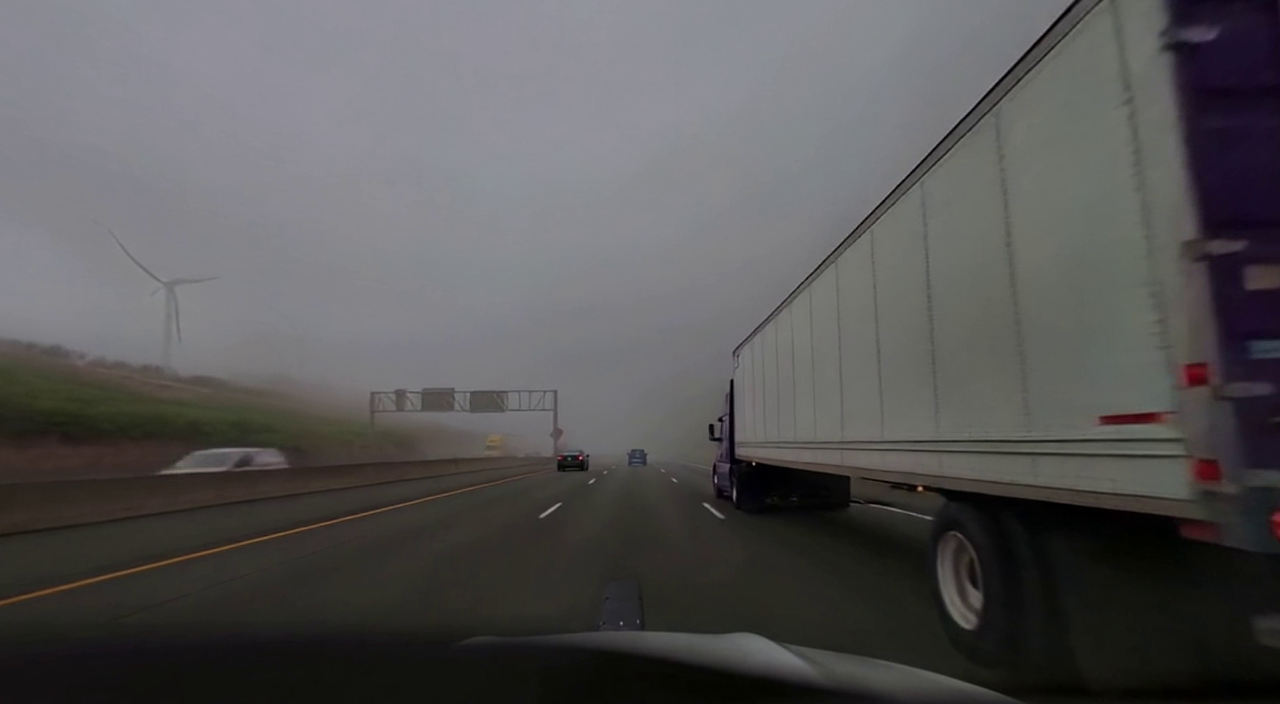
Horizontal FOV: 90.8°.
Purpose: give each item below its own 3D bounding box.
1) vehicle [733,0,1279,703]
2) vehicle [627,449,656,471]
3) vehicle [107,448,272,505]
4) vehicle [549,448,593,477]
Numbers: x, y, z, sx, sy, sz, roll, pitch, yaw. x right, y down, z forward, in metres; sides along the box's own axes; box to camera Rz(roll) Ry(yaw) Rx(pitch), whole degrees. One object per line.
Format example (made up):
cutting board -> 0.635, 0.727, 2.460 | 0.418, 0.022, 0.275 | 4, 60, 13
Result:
vehicle -> 3.820, 0.780, 8.343 | 2.947, 3.989, 13.568 | 0, -9, -1
vehicle -> 0.073, 7.638, 44.923 | 1.931, 1.453, 3.695 | 0, -9, -1
vehicle -> -12.127, 3.329, 17.319 | 1.780, 1.383, 3.624 | 0, -9, 1
vehicle -> -3.838, 6.190, 35.609 | 1.952, 1.521, 4.095 | 0, -9, 1
